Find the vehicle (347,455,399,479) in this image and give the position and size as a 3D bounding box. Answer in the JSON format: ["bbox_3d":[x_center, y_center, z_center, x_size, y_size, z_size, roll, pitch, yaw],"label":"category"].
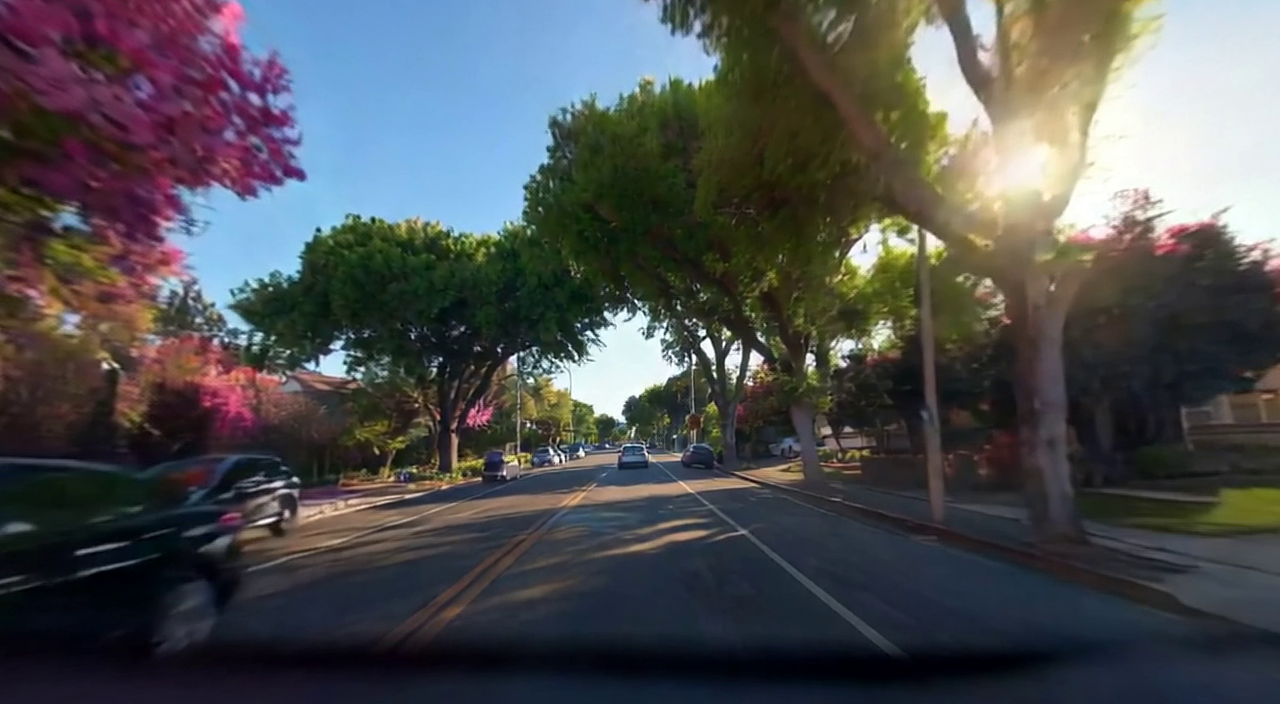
[{"bbox_3d":[-18.022,7.757,42.620,1.797,1.414,3.641,0,-8,2],"label":"vehicle"}]

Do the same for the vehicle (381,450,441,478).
[{"bbox_3d":[-15.302,7.474,42.303,2.106,1.711,4.743,0,-8,2],"label":"vehicle"}]

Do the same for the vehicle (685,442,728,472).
[{"bbox_3d":[3.787,6.049,36.490,1.895,1.640,4.090,0,-8,-1],"label":"vehicle"}]

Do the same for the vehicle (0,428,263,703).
[{"bbox_3d":[-3.708,1.047,2.301,2.022,1.534,4.320,0,-8,-1],"label":"vehicle"}]

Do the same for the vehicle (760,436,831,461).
[{"bbox_3d":[10.911,6.829,44.435,4.467,1.727,2.009,0,-9,-1],"label":"vehicle"}]

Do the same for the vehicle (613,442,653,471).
[{"bbox_3d":[-0.419,5.838,35.394,2.104,1.500,3.815,0,-8,-1],"label":"vehicle"}]
